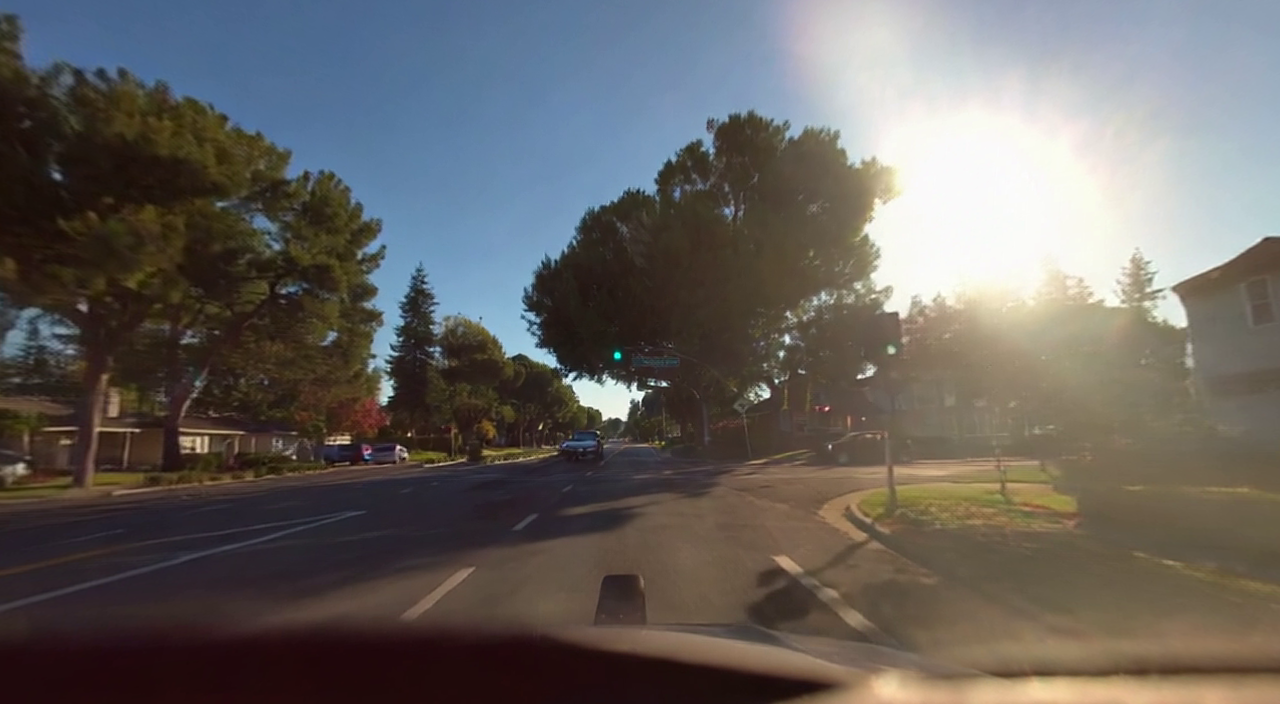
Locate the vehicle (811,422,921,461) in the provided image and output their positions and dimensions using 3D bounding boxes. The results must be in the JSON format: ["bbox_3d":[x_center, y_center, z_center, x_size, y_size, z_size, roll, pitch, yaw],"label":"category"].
[{"bbox_3d":[10.770,4.314,30.400,4.500,1.761,1.975,0,-9,0],"label":"vehicle"}]

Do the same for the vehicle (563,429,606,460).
[{"bbox_3d":[-3.795,6.503,44.547,2.508,2.001,5.880,0,-9,0],"label":"vehicle"}]

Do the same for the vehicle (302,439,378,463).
[{"bbox_3d":[-22.881,7.541,48.341,4.772,1.745,2.058,-1,-9,5],"label":"vehicle"}]
